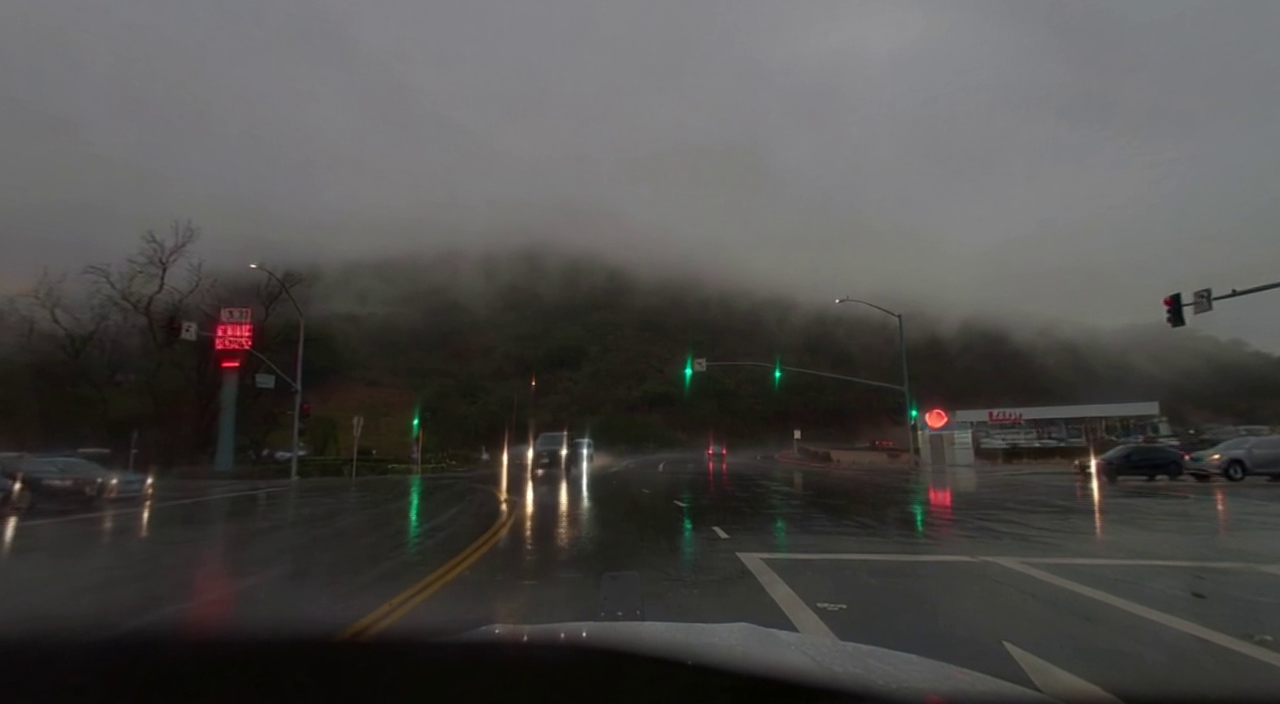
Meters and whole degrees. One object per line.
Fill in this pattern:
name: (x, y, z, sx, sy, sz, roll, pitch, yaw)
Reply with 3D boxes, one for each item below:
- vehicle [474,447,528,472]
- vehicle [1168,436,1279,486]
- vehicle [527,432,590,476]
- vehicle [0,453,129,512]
vehicle: (-10.466, 8.113, 47.733, 2.069, 1.706, 4.336, -3, -9, 17)
vehicle: (25.052, 4.467, 26.064, 4.546, 1.944, 2.051, 1, -9, -5)
vehicle: (-4.303, 5.508, 34.306, 2.662, 2.197, 5.454, 0, -8, 1)
vehicle: (-19.809, 4.198, 20.524, 4.440, 1.748, 2.033, 0, -9, 1)
